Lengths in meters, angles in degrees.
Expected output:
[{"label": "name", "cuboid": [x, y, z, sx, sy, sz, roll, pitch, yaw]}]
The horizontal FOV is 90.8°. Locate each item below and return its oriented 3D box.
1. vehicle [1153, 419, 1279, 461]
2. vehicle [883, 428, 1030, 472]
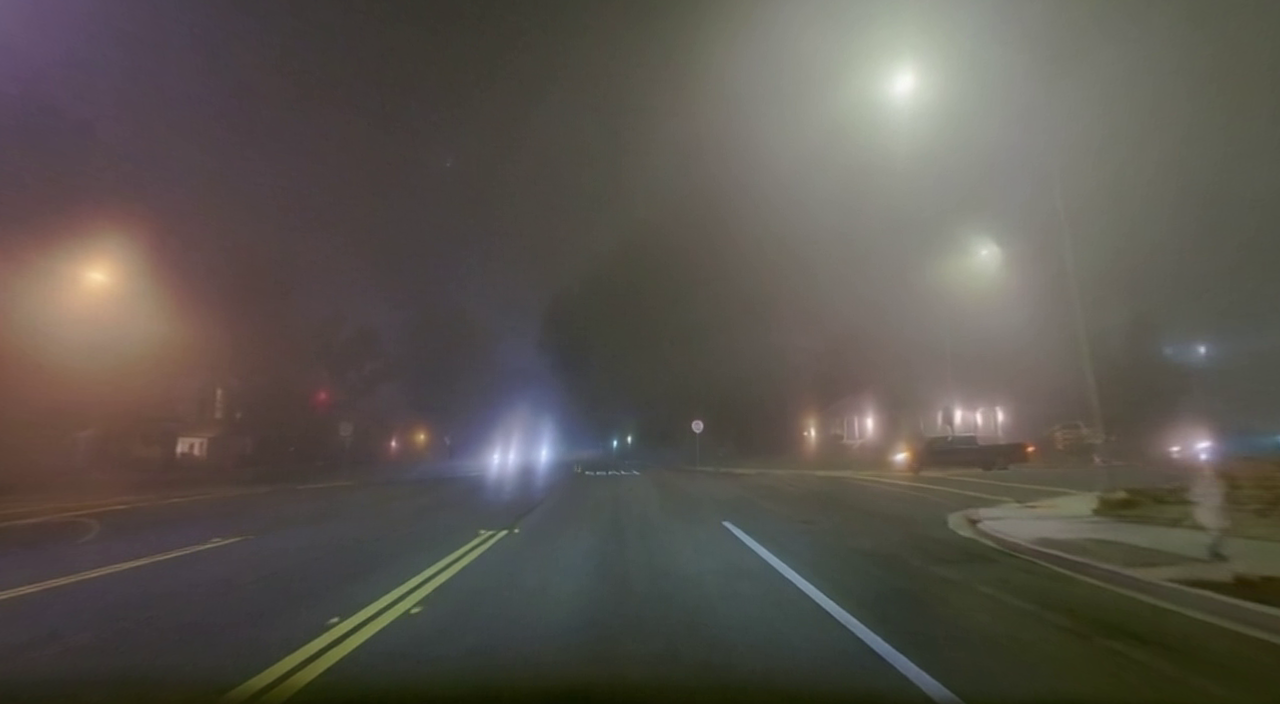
[{"label": "vehicle", "cuboid": [25.663, 3.886, 27.882, 4.266, 1.738, 2.066, 0, -8, -3]}, {"label": "vehicle", "cuboid": [12.401, 3.871, 25.005, 4.702, 1.661, 1.977, 0, -8, 0]}]
